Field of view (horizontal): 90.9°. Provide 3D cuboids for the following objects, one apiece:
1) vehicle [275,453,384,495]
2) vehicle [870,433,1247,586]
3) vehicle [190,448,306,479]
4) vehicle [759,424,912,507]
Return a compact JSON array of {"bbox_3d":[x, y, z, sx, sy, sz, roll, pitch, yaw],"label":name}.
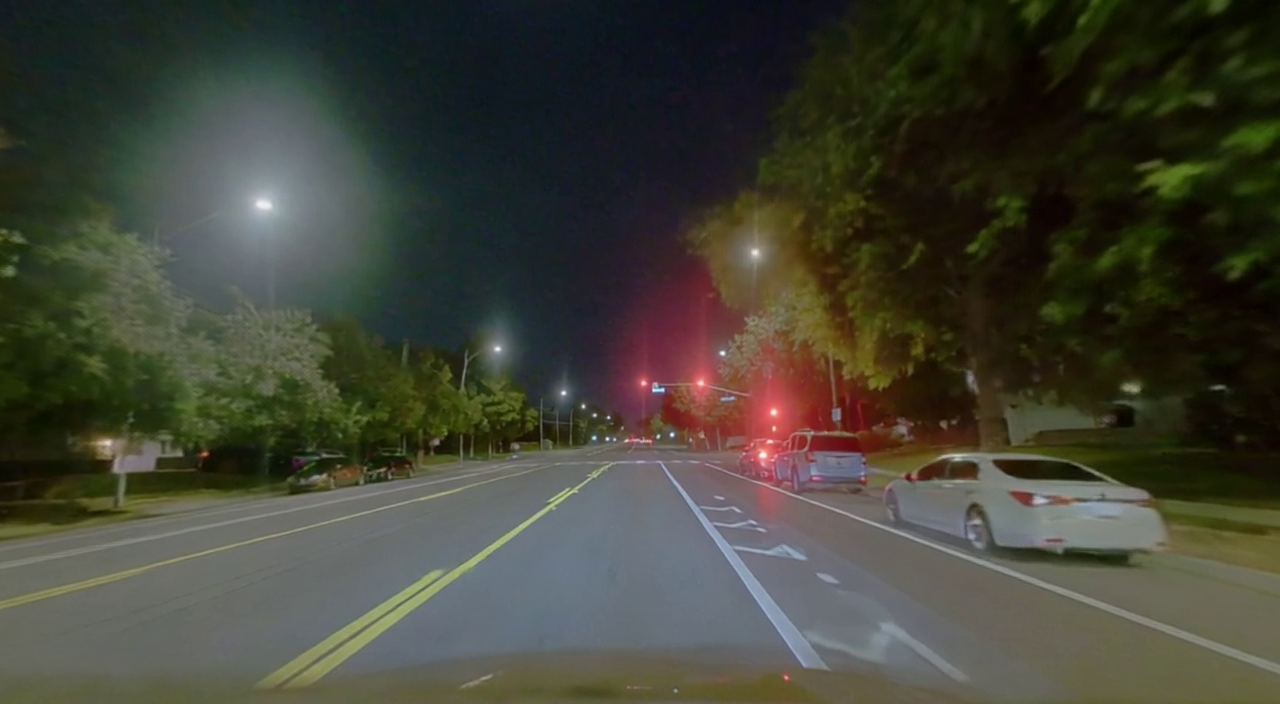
[{"bbox_3d":[-12.526,4.936,25.853,1.983,1.513,4.662,0,-9,2],"label":"vehicle"},{"bbox_3d":[4.837,1.823,8.356,1.928,1.431,4.570,0,-8,1],"label":"vehicle"},{"bbox_3d":[-20.848,5.944,33.691,4.715,1.560,2.131,0,-9,-1],"label":"vehicle"},{"bbox_3d":[4.748,2.821,16.360,2.218,1.789,5.146,0,-8,-1],"label":"vehicle"}]
